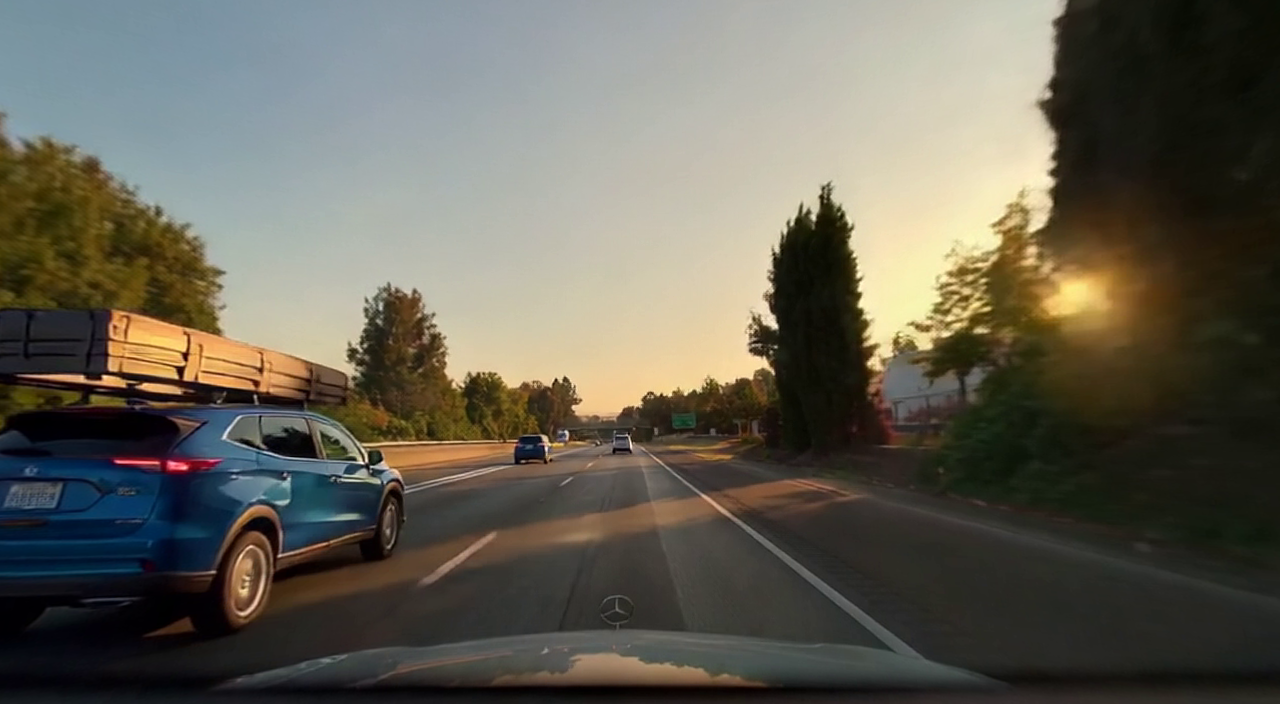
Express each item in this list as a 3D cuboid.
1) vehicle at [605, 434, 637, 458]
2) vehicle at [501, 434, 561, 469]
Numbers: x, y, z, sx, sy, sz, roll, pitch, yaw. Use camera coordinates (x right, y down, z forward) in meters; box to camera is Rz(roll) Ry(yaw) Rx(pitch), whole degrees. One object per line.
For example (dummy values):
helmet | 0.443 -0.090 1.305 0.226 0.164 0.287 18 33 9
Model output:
vehicle | -1.294 6.635 44.562 2.151 1.618 3.898 0 -8 -1
vehicle | -5.244 4.849 30.958 2.189 1.580 4.607 0 -8 0
